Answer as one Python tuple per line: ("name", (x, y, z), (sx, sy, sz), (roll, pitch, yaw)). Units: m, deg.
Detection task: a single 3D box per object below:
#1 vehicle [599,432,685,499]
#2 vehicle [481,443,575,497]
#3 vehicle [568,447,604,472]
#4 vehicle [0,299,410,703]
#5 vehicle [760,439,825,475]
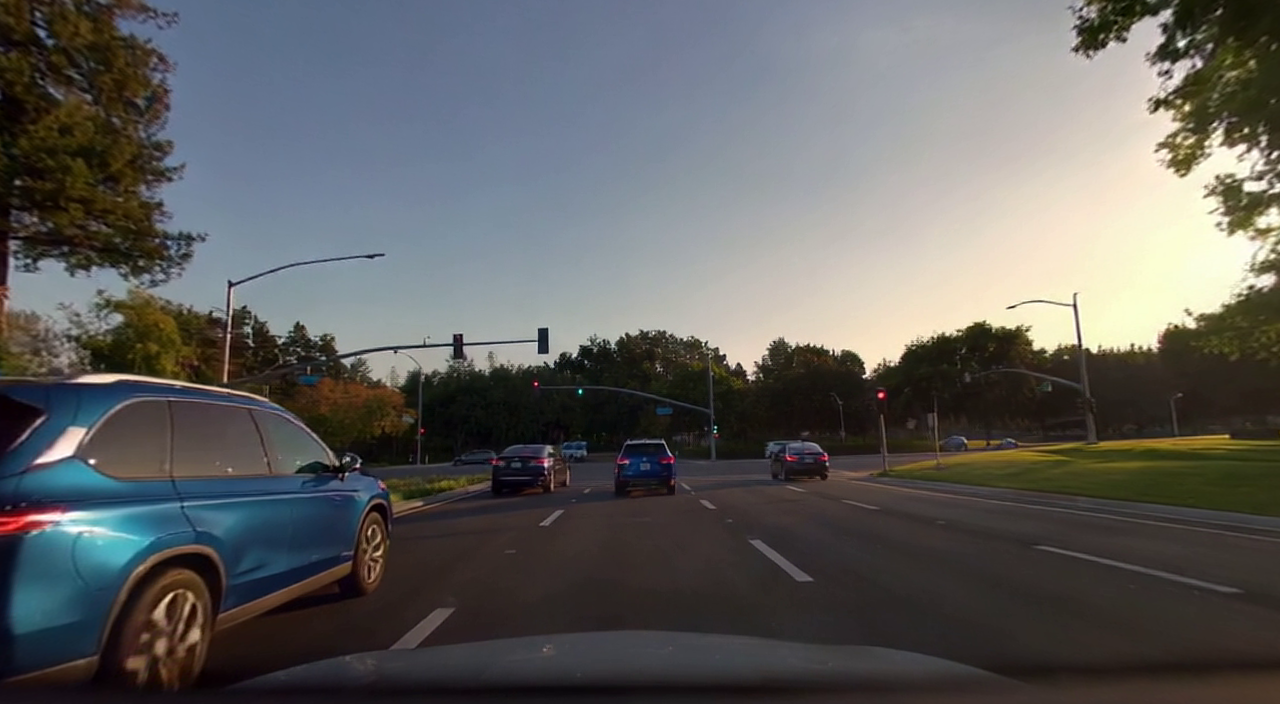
("vehicle", (0.069, 3.327, 18.905), (2.298, 1.770, 4.138), (0, -8, 0))
("vehicle", (-3.436, 3.722, 20.427), (2.061, 1.504, 5.142), (0, -8, 1))
("vehicle", (-3.425, 6.843, 40.530), (2.004, 1.484, 4.480), (0, -8, -1))
("vehicle", (-3.484, 0.943, 3.640), (2.320, 1.863, 5.148), (0, -8, 1))
("vehicle", (7.948, 5.517, 33.364), (2.166, 1.761, 4.692), (0, -8, -1))
